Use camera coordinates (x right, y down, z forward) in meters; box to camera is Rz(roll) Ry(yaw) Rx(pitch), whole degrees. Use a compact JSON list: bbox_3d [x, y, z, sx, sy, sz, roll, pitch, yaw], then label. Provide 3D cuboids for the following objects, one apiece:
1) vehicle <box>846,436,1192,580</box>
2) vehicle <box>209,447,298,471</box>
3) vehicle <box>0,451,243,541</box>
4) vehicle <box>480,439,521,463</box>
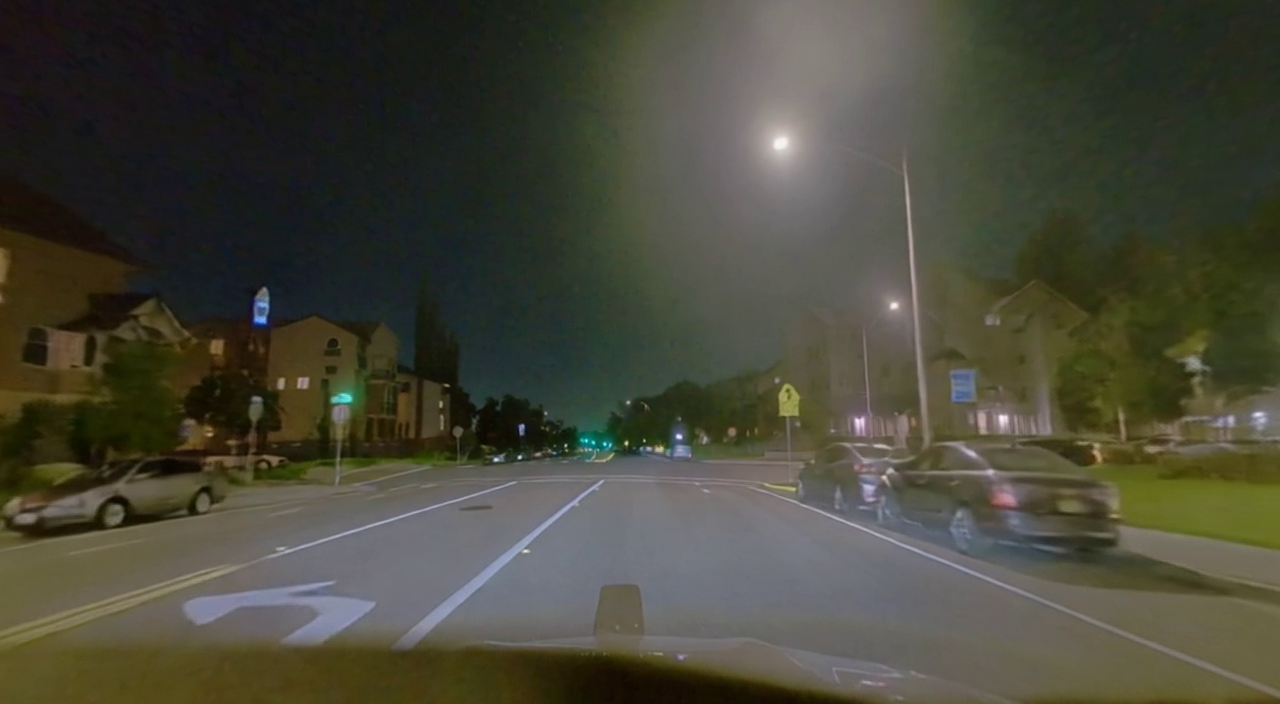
[{"bbox_3d":[4.695,1.955,8.889,2.196,1.472,4.426,0,-8,1],"label":"vehicle"},{"bbox_3d":[-24.466,6.770,40.120,4.197,1.431,2.165,0,-8,0],"label":"vehicle"},{"bbox_3d":[-10.845,2.857,13.258,1.949,1.457,4.581,0,-8,1],"label":"vehicle"},{"bbox_3d":[-10.916,7.776,49.748,2.037,1.755,4.434,0,-8,2],"label":"vehicle"}]
